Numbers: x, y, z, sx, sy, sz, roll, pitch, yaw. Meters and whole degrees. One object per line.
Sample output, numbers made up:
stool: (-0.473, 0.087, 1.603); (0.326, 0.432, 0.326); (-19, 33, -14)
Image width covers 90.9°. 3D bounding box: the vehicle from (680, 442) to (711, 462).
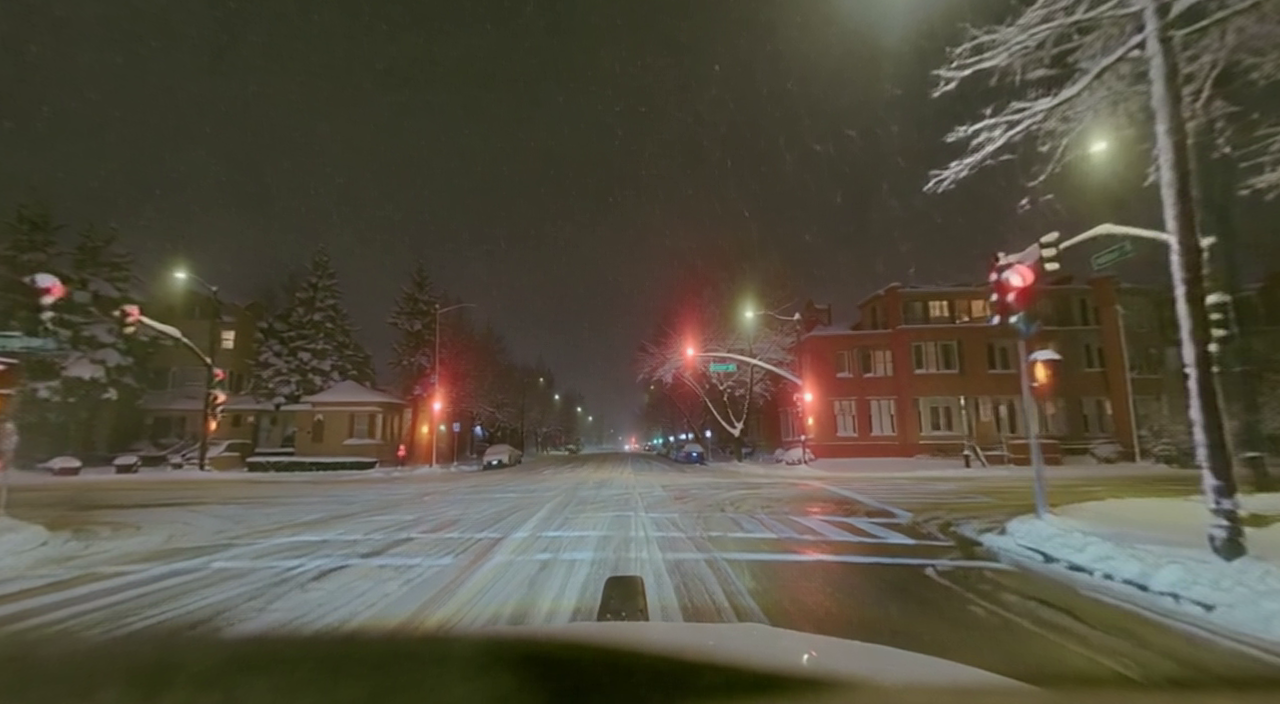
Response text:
vehicle: (4.129, 7.498, 47.338); (1.987, 1.466, 4.389); (0, -9, 0)
